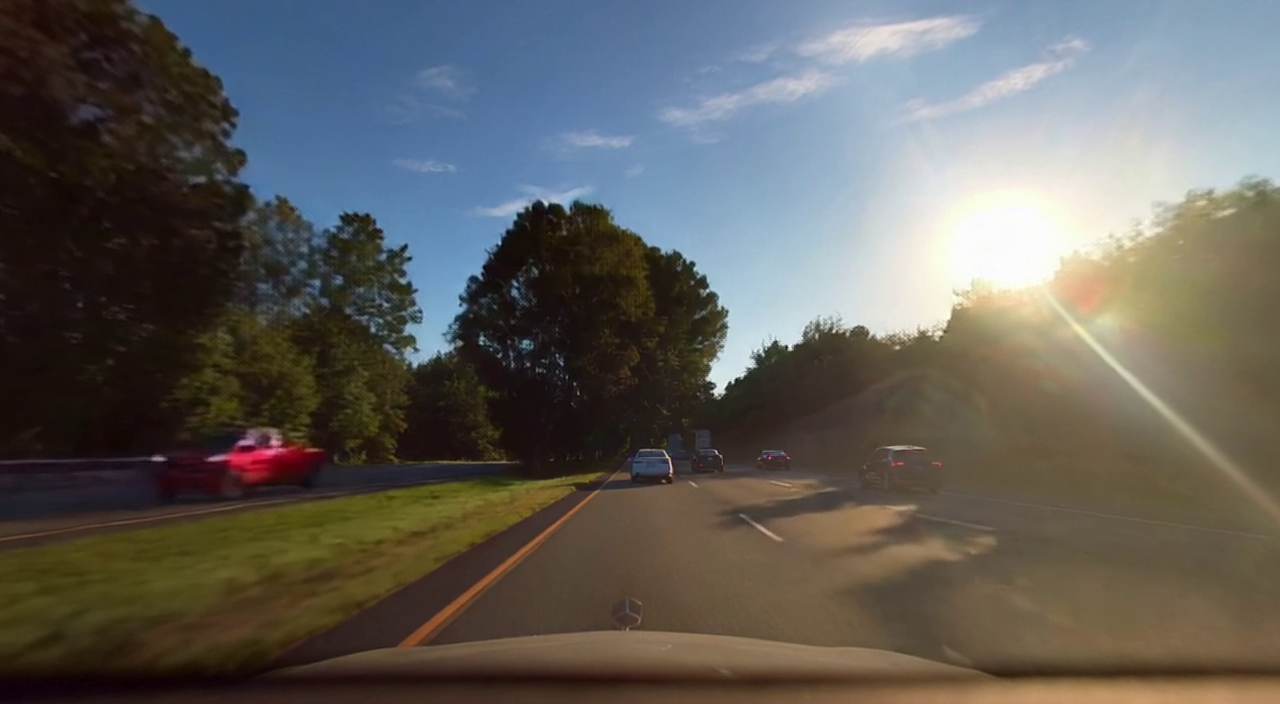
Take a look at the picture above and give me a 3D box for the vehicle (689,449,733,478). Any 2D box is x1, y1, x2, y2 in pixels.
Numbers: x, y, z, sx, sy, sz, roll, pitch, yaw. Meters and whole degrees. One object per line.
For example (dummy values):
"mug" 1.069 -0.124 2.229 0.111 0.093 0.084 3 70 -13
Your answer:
"vehicle" 4.059 6.418 36.537 1.981 1.518 4.029 0 -9 -1

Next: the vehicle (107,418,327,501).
"vehicle" -9.308 2.425 14.444 2.037 1.589 4.257 0 -9 1

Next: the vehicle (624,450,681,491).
"vehicle" 0.438 4.514 24.339 2.020 1.426 3.702 0 -9 0

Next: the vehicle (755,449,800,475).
"vehicle" 8.786 7.023 40.484 1.957 1.594 3.632 0 -9 -1

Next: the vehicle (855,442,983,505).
"vehicle" 7.786 3.404 18.023 1.847 1.554 3.752 0 -9 -1
